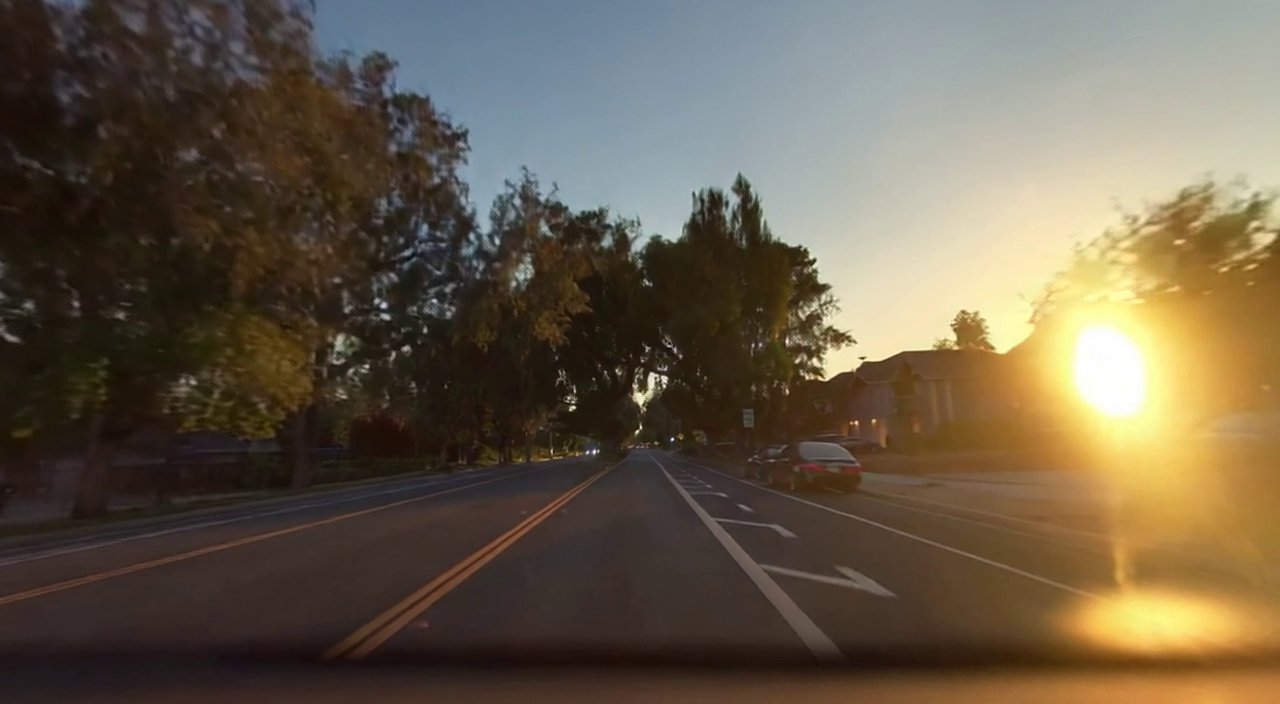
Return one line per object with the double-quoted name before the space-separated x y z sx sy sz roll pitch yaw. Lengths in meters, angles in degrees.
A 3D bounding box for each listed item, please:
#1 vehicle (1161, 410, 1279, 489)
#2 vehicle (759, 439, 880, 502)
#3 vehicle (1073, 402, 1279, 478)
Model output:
"vehicle" 14.657 2.136 14.468 4.268 1.508 1.861 -1 -7 -14
"vehicle" 4.962 3.330 18.254 1.995 1.553 4.628 0 -9 -2
"vehicle" 14.605 2.416 17.253 4.263 1.871 2.103 2 -9 -13
